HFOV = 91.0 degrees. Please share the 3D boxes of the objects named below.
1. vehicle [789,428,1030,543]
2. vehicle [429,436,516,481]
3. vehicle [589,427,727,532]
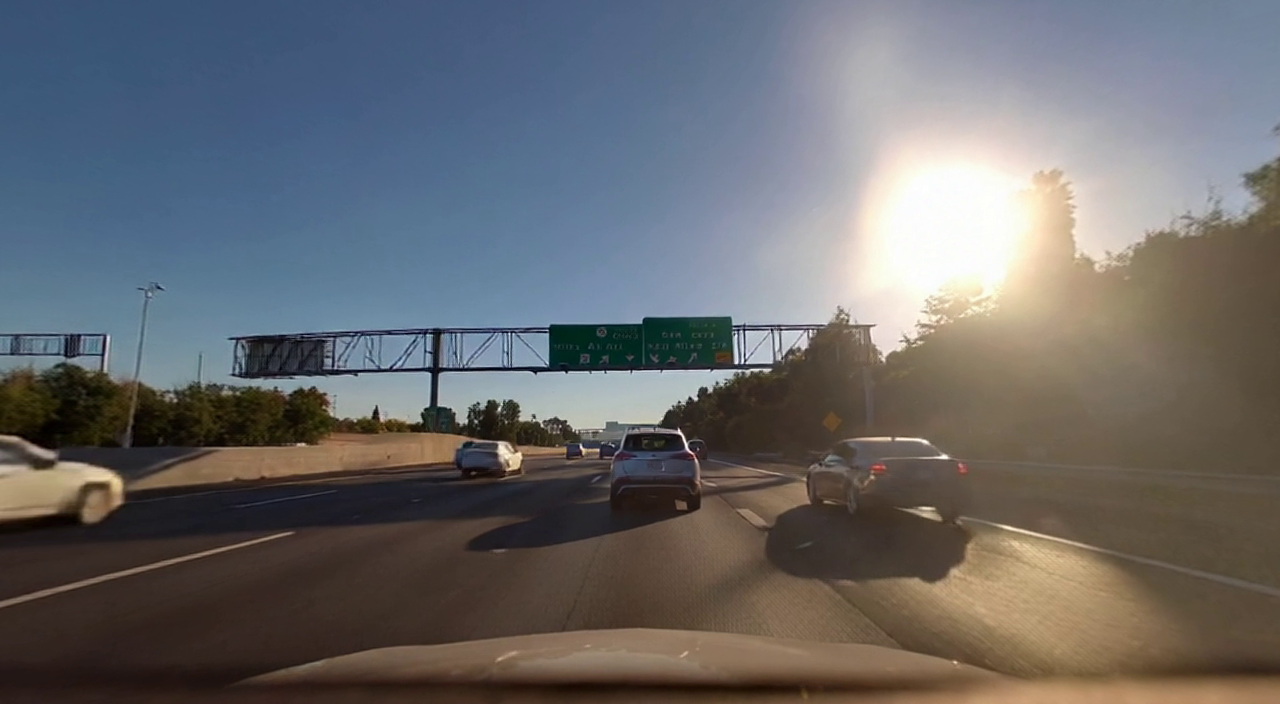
[{"bbox_3d":[4.142,2.130,10.756,2.002,1.499,4.710,0,-9,0],"label":"vehicle"},{"bbox_3d":[-6.637,4.281,25.546,2.127,1.644,4.631,0,-9,1],"label":"vehicle"},{"bbox_3d":[0.275,2.193,11.354,2.044,1.554,3.824,0,-9,0],"label":"vehicle"}]
